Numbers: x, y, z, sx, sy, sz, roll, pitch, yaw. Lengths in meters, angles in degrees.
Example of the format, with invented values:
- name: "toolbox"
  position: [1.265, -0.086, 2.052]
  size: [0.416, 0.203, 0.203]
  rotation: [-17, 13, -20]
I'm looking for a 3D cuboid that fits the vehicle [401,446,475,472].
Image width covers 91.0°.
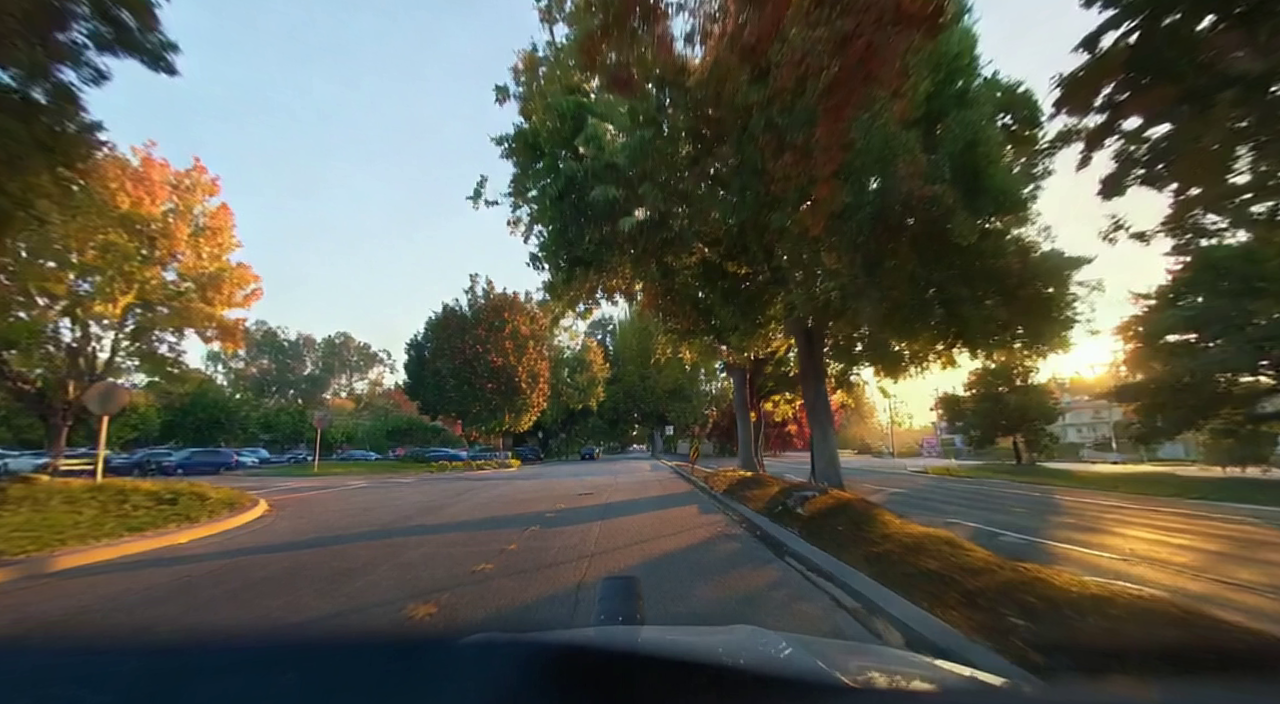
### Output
- name: "vehicle"
  position: [-13.987, 7.440, 43.802]
  size: [4.422, 1.694, 2.026]
  rotation: [0, -8, 2]

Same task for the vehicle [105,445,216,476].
- name: "vehicle"
  position: [-27.014, 6.101, 35.579]
  size: [4.456, 1.665, 2.161]
  rotation: [0, -8, 0]

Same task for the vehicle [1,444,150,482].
- name: "vehicle"
  position: [-26.753, 5.253, 29.959]
  size: [4.931, 1.723, 2.220]
  rotation: [0, -8, 1]
